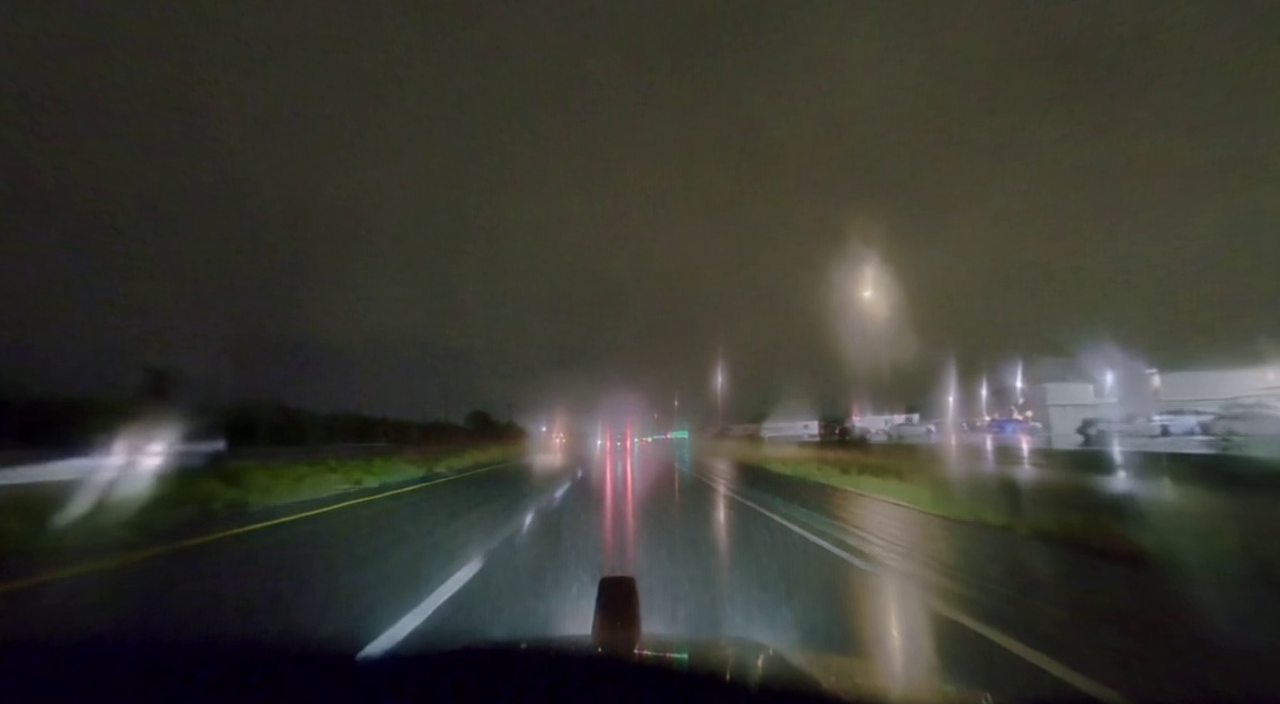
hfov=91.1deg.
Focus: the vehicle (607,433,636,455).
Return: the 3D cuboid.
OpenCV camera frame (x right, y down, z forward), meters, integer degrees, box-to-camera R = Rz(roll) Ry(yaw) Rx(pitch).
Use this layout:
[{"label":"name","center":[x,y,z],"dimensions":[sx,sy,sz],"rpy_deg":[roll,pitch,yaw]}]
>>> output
[{"label":"vehicle","center":[-1.370,6.733,46.220],"dimensions":[2.037,1.504,4.248],"rpy_deg":[0,-8,-2]}]
